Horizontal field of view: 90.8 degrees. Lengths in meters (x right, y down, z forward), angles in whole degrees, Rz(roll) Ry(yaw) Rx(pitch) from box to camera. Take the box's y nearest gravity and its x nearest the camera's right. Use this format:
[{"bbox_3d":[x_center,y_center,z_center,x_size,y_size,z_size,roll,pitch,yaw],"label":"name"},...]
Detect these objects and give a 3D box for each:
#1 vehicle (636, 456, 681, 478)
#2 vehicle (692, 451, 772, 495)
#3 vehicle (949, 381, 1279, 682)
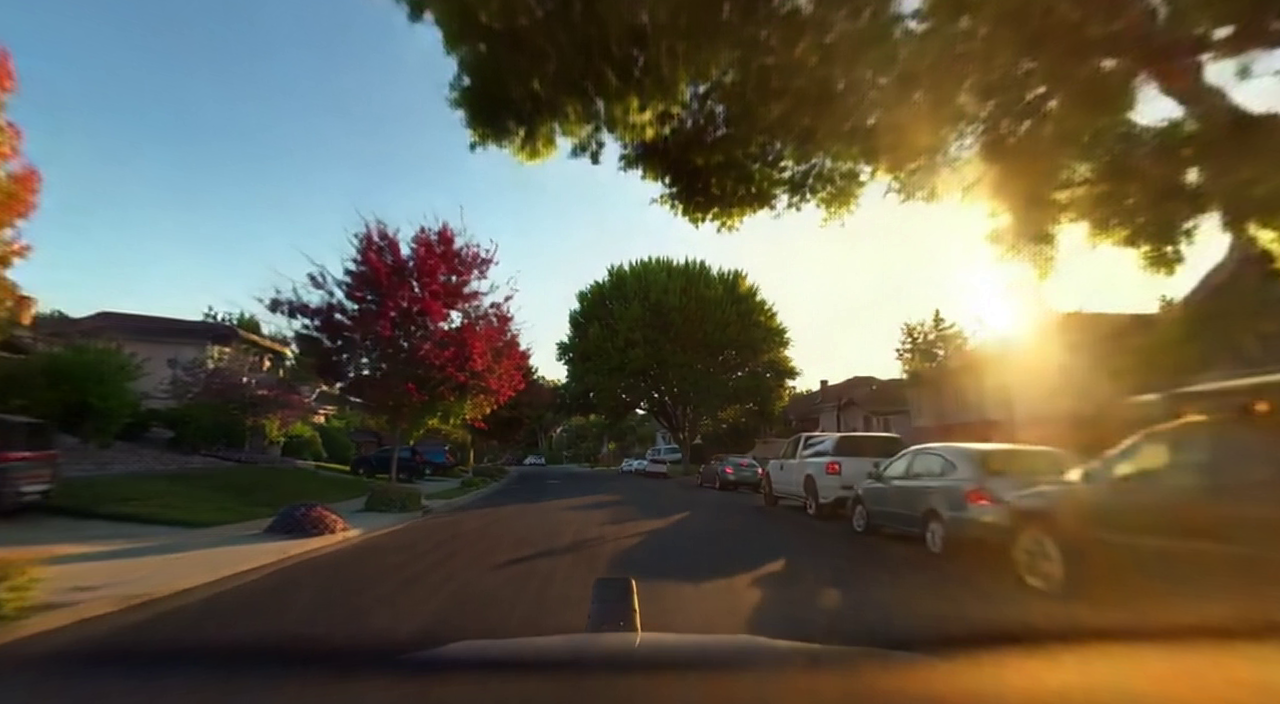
[{"bbox_3d":[1.371,8.888,48.994,2.193,1.504,4.576,2,-9,-15],"label":"vehicle"},{"bbox_3d":[4.142,5.543,29.441,2.111,1.771,4.942,2,-9,-11],"label":"vehicle"},{"bbox_3d":[5.441,1.333,5.109,2.715,1.900,6.163,1,-9,-1],"label":"vehicle"}]
